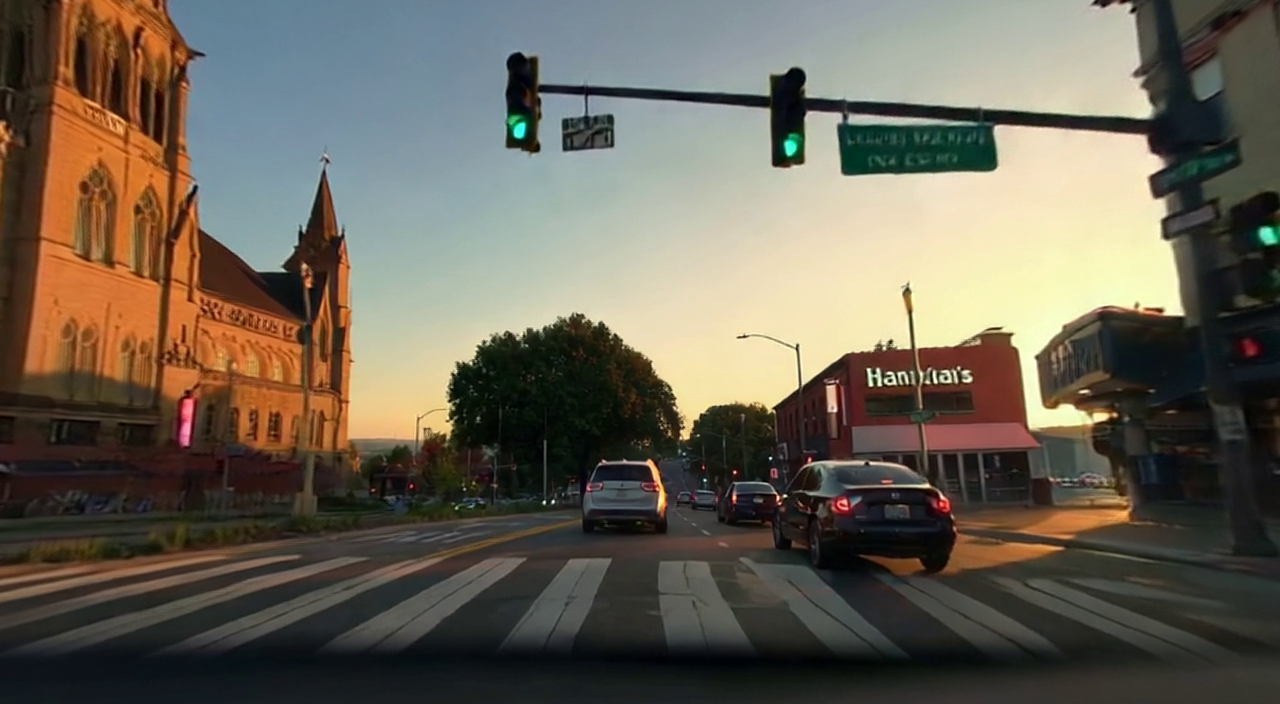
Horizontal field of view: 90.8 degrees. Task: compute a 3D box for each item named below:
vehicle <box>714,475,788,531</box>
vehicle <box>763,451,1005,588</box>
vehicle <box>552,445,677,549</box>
[{"bbox_3d":[3.663,5.058,21.548,1.890,1.491,4.166,0,-8,2],"label":"vehicle"},{"bbox_3d":[3.195,2.255,9.434,1.883,1.472,4.471,0,-8,1],"label":"vehicle"},{"bbox_3d":[-0.444,2.830,13.087,2.168,1.776,4.135,0,-8,0],"label":"vehicle"}]
